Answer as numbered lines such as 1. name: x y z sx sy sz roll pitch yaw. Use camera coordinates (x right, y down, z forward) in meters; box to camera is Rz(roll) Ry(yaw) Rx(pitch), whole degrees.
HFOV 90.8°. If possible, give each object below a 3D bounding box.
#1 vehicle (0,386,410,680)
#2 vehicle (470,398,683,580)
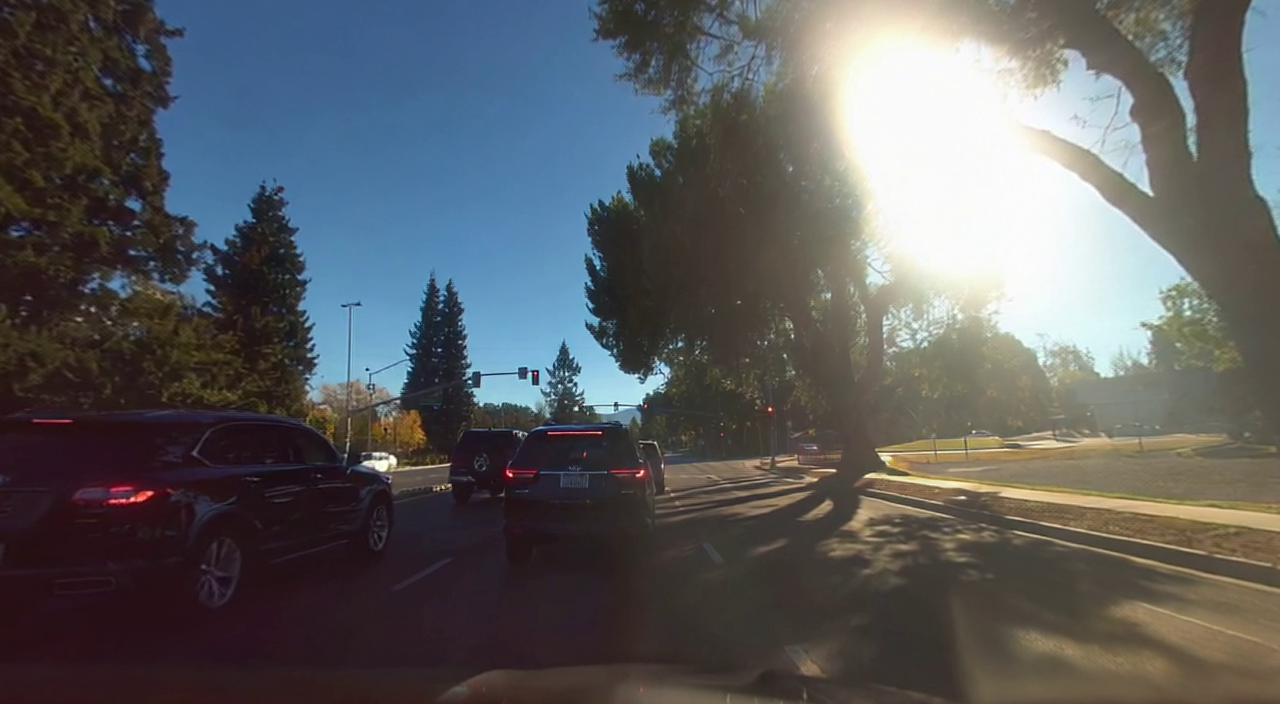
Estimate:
1. vehicle: -4.058 1.365 5.925 2.009 1.673 4.454 0 -8 1
2. vehicle: -0.552 1.737 8.884 2.131 1.793 5.016 0 -8 2
